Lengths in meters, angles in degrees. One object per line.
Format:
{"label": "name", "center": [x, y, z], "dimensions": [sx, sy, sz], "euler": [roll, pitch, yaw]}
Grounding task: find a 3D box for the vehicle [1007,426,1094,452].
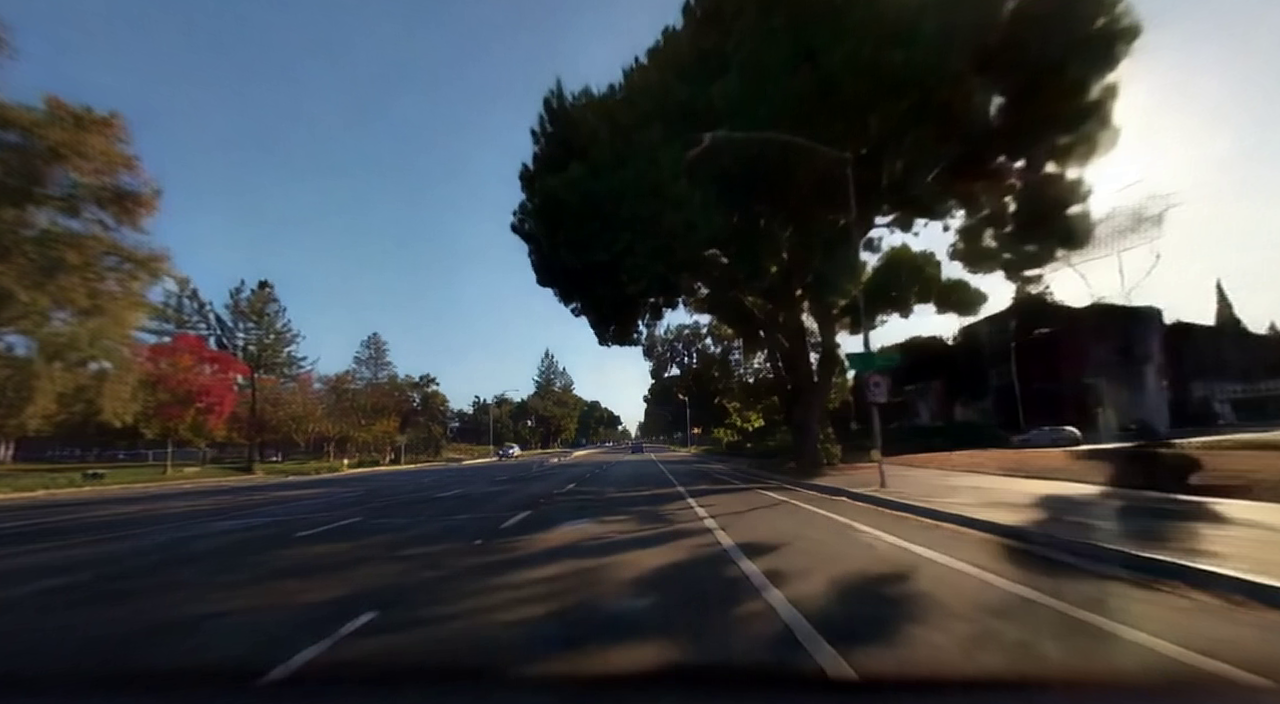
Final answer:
{"label": "vehicle", "center": [24.851, 5.340, 38.339], "dimensions": [1.907, 1.444, 5.150], "euler": [0, -8, 1]}
